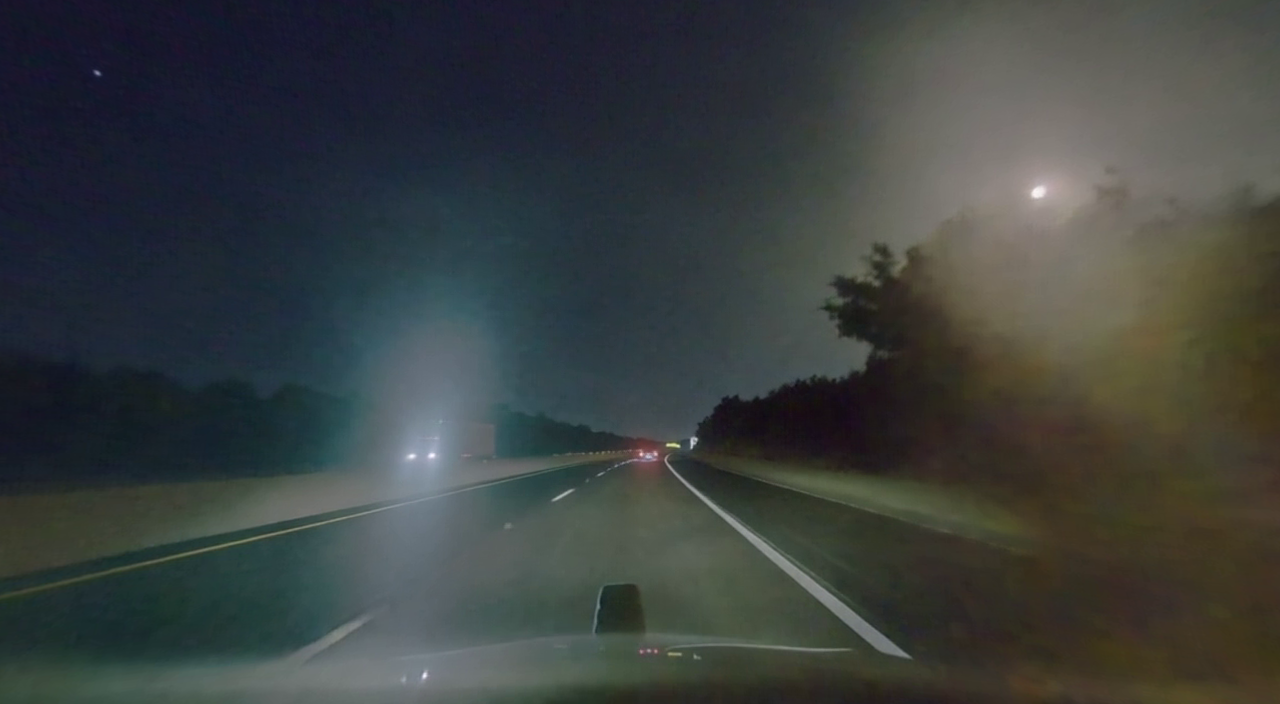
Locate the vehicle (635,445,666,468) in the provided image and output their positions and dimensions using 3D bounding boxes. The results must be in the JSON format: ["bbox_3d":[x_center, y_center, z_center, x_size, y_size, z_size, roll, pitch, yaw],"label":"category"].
[{"bbox_3d":[0.797,7.864,47.566,2.221,1.603,4.149,0,-9,1],"label":"vehicle"}]
